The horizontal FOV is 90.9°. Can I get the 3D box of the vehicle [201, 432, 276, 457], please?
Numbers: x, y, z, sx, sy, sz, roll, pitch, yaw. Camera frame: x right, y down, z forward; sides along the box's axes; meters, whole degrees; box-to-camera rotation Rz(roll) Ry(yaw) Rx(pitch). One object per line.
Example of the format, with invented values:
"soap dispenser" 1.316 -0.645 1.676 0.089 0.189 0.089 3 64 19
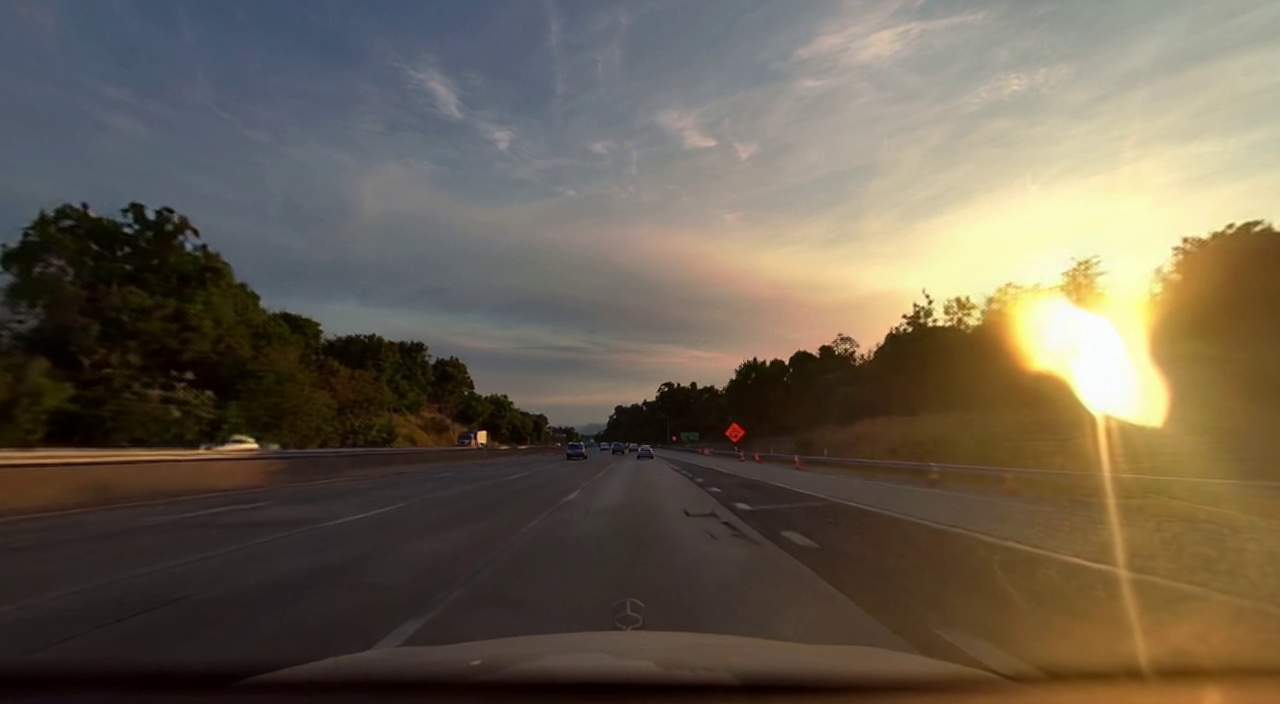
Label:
"vehicle" -24.104 5.562 38.015 1.852 1.403 3.920 0 -8 1
